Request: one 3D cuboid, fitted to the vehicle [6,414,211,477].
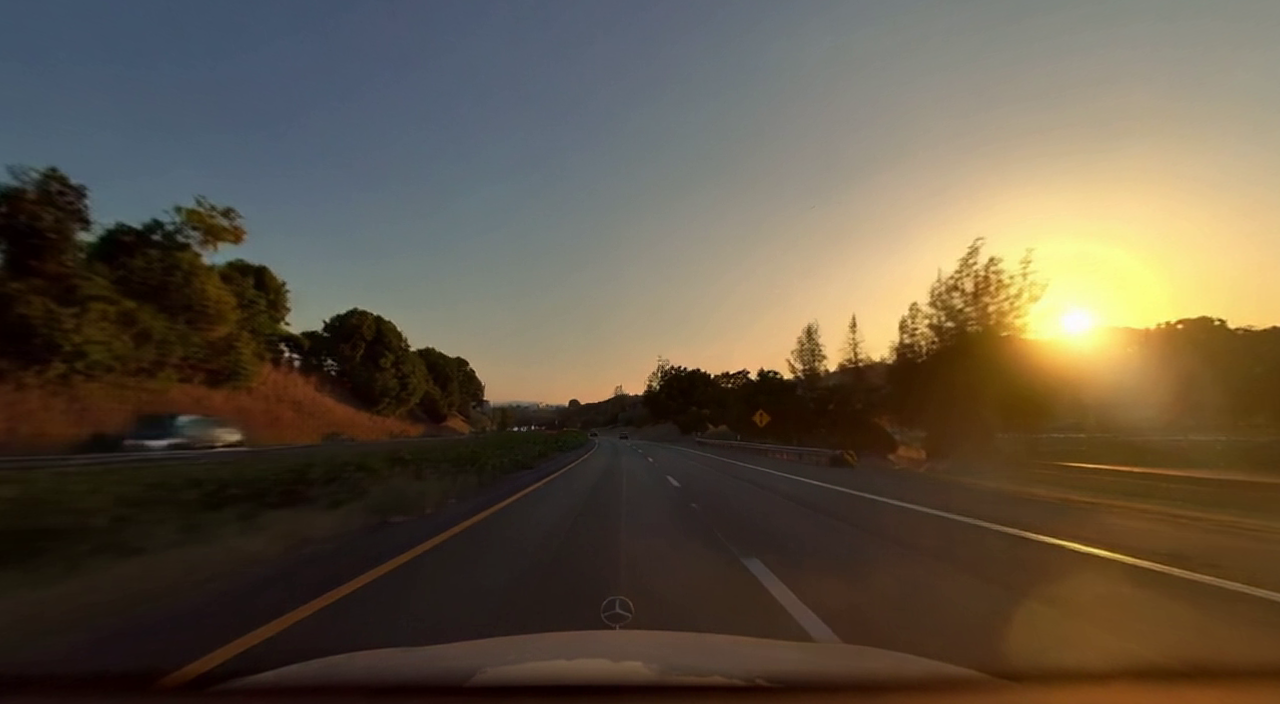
[{"bbox_3d":[-14.078,2.507,17.140,1.817,1.489,4.370,0,-8,-1],"label":"vehicle"}]
